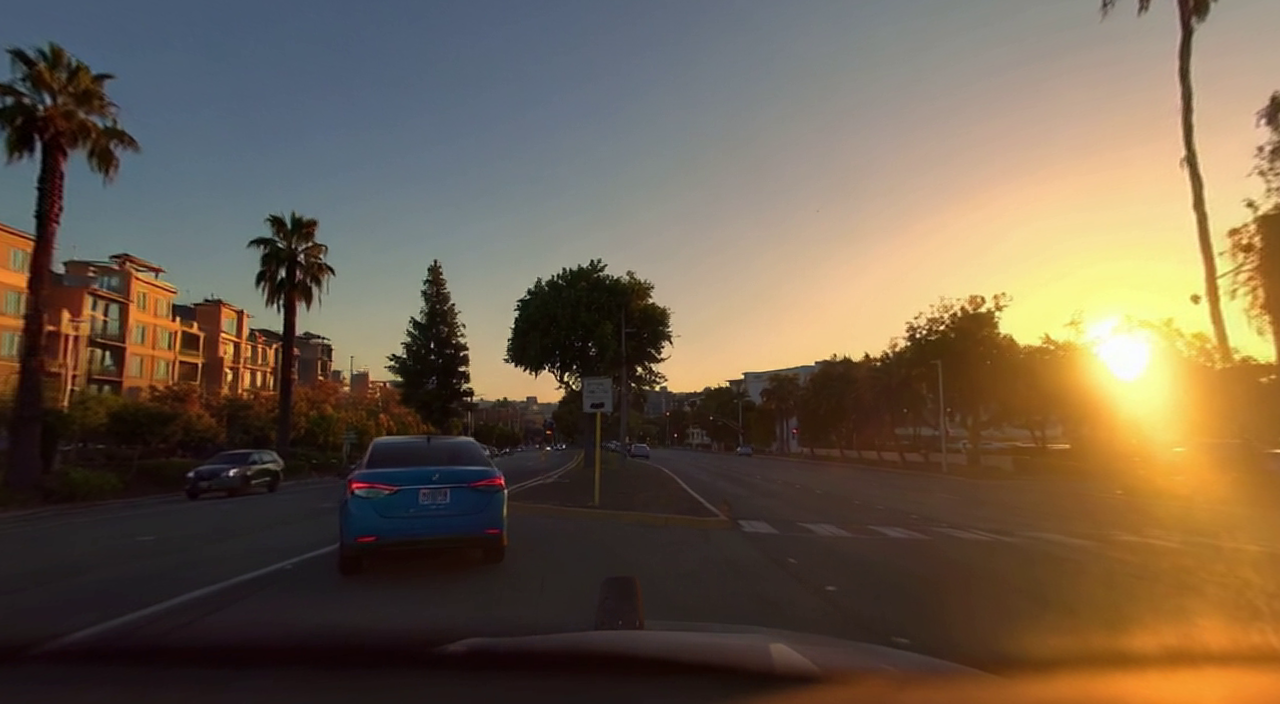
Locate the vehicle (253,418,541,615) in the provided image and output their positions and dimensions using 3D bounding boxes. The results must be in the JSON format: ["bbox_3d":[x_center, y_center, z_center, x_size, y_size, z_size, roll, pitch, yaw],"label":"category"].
[{"bbox_3d":[-3.023,1.590,7.194,1.986,1.473,4.382,6,-10,-34],"label":"vehicle"}]

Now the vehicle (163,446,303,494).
[{"bbox_3d":[-13.876,4.001,21.964,2.099,1.464,4.615,1,-8,-5],"label":"vehicle"}]
